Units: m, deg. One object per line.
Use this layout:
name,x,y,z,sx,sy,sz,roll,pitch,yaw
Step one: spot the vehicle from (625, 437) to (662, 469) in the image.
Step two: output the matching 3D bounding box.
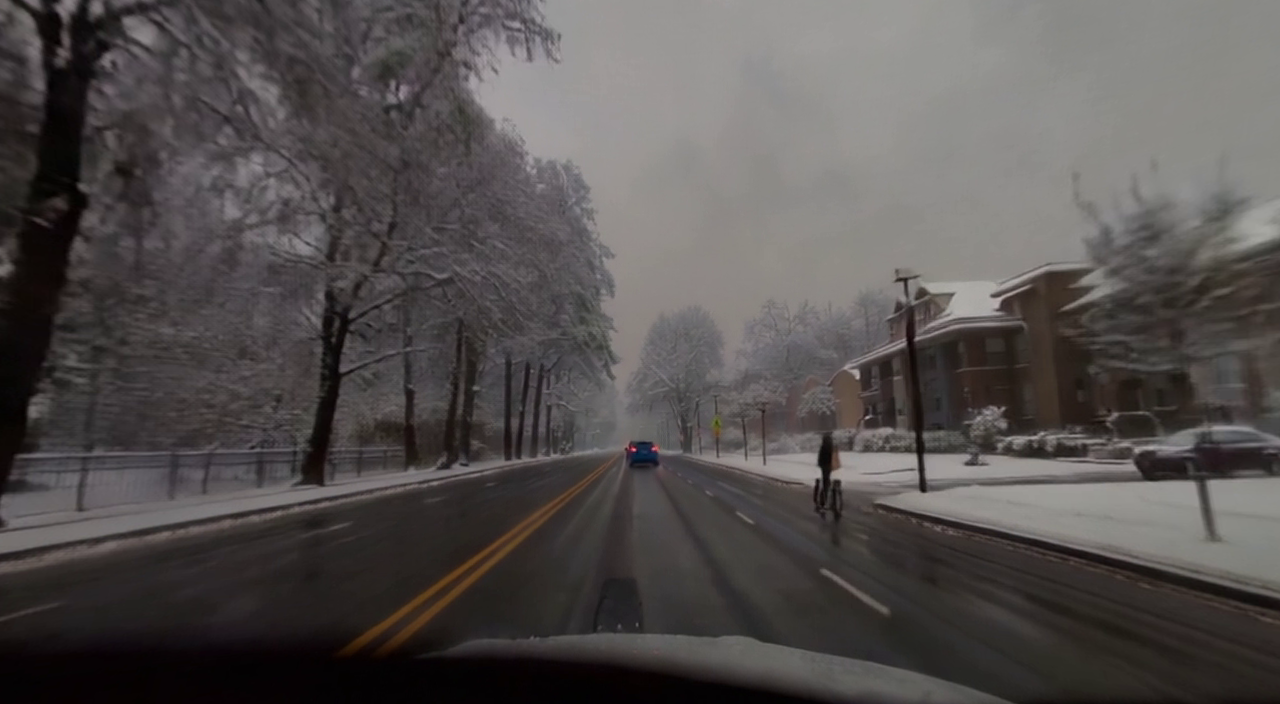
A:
vehicle,0.208,5.655,35.338,1.981,1.703,3.691,0,-9,0

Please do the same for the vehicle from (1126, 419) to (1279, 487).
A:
vehicle,17.215,2.921,18.276,4.237,1.819,2.245,0,-9,0
